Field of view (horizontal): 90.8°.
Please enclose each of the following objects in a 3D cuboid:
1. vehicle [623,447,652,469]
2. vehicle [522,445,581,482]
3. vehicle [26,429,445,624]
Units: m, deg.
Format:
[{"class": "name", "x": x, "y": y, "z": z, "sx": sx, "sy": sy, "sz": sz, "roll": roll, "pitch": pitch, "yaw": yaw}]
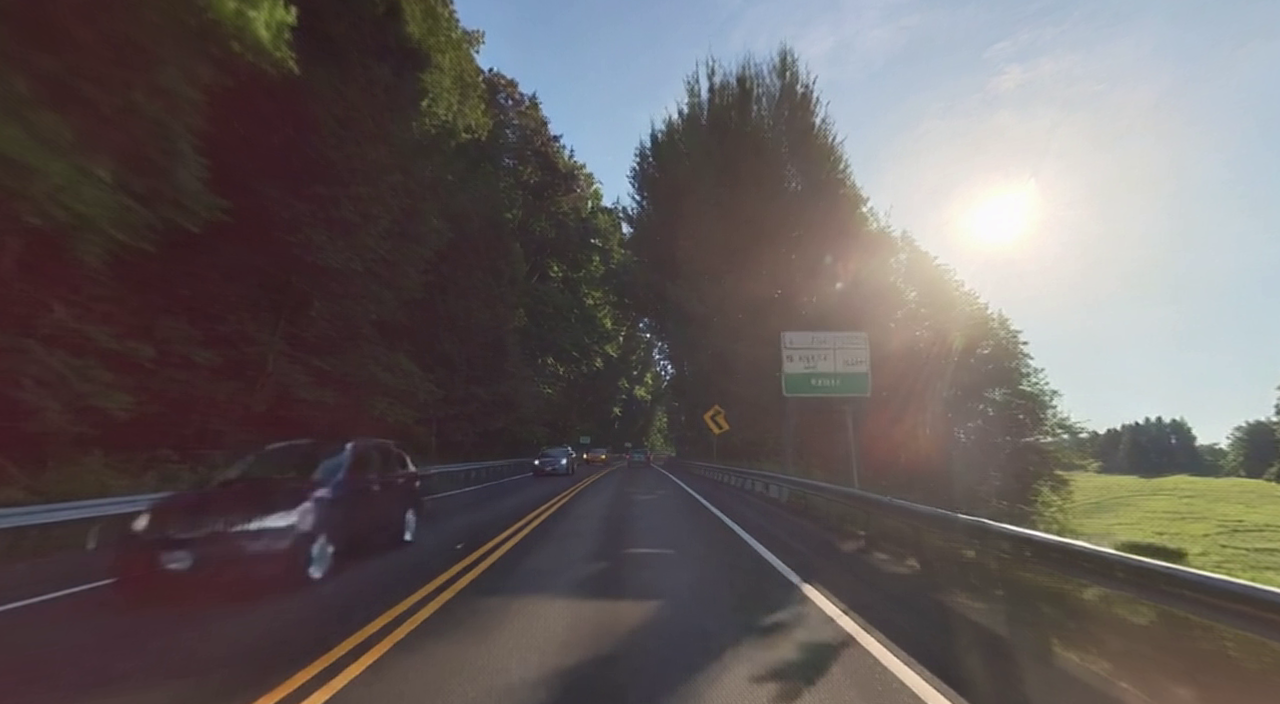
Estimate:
[{"class": "vehicle", "x": -0.196, "y": 7.674, "z": 46.116, "sx": 2.067, "sy": 1.486, "sz": 3.861, "roll": 0, "pitch": -8, "yaw": -1}, {"class": "vehicle", "x": -3.870, "y": 4.947, "z": 28.383, "sx": 1.981, "sy": 1.486, "sz": 4.348, "roll": -1, "pitch": -8, "yaw": 0}, {"class": "vehicle", "x": -3.913, "y": 1.715, "z": 7.243, "sx": 1.987, "sy": 1.526, "sz": 4.205, "roll": -1, "pitch": -8, "yaw": 0}]
